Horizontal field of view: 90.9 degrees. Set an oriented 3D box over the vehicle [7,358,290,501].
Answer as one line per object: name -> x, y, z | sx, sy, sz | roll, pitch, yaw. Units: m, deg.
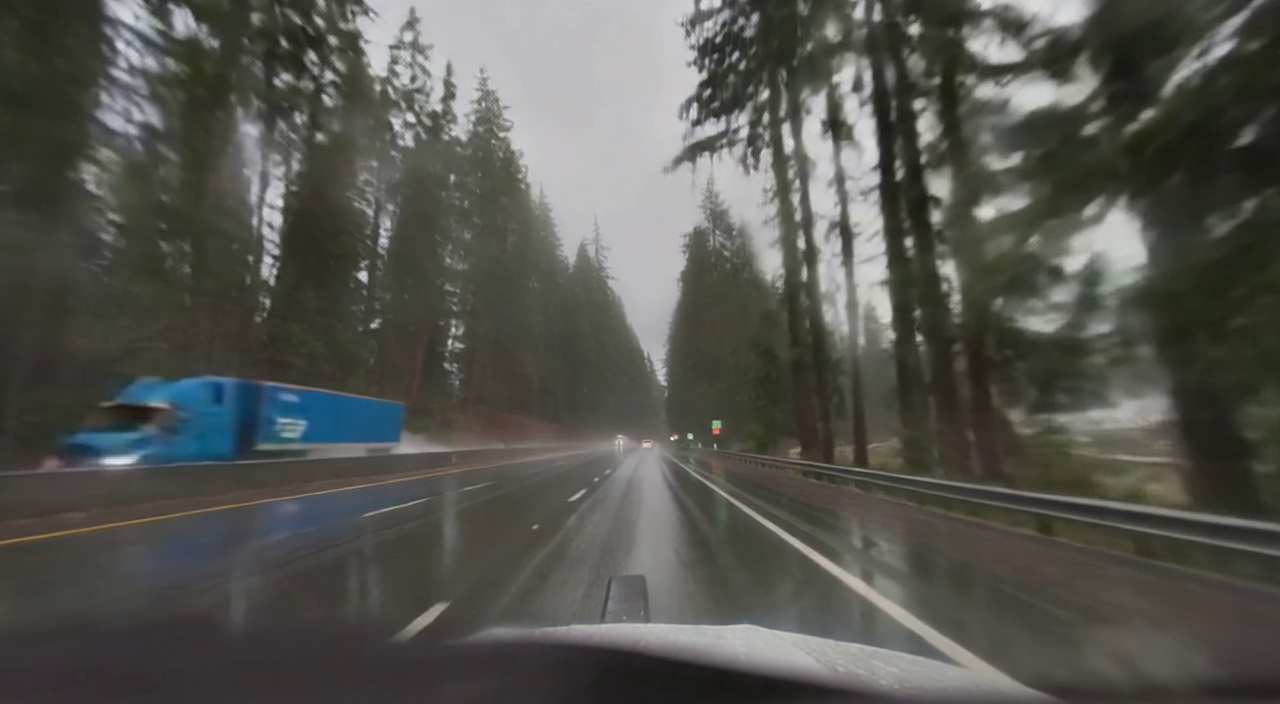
vehicle -> -17.165, 2.918, 23.301 | 3.317, 4.278, 8.478 | 0, -8, 1
